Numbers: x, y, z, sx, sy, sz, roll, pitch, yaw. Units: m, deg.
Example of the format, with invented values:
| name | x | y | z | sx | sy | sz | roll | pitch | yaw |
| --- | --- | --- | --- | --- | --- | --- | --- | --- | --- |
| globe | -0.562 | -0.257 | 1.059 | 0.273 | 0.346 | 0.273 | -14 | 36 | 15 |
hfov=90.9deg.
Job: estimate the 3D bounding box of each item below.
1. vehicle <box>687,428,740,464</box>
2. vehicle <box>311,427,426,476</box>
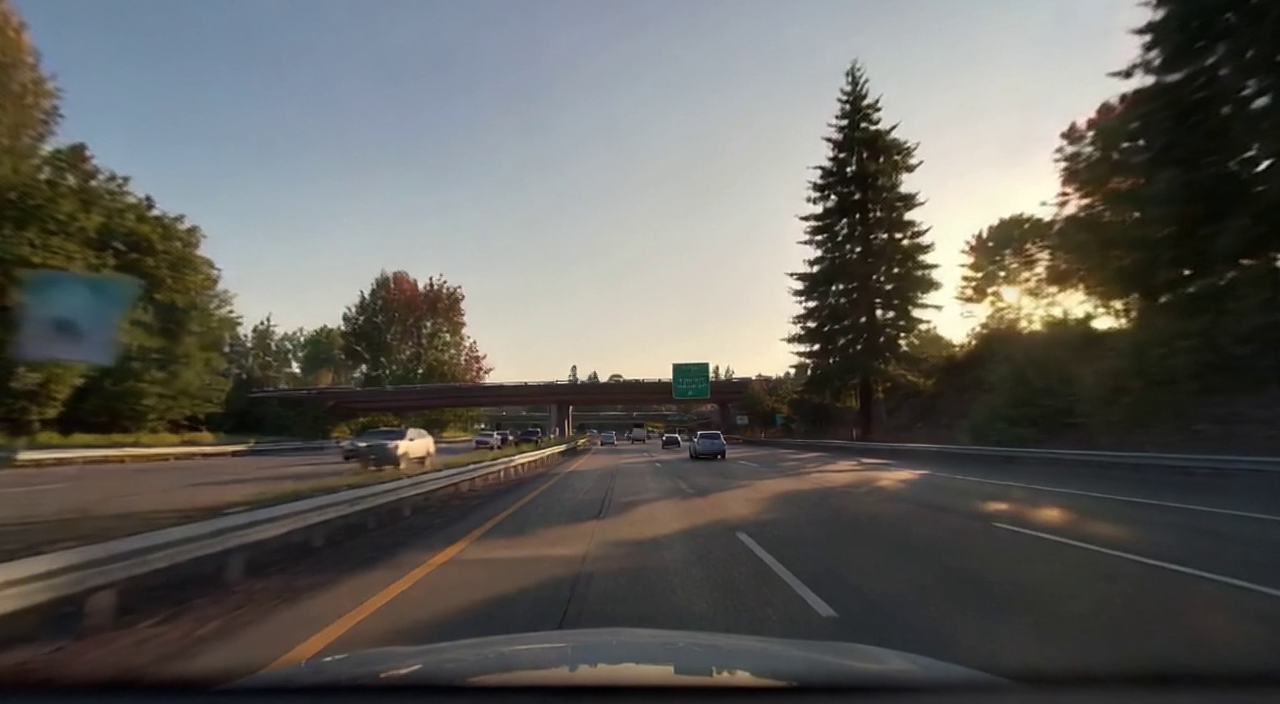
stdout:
| name | x | y | z | sx | sy | sz | roll | pitch | yaw |
| --- | --- | --- | --- | --- | --- | --- | --- | --- | --- |
| vehicle | 3.444 | 4.466 | 30.178 | 1.938 | 1.578 | 3.764 | 0 | -8 | -3 |
| vehicle | -8.952 | 3.294 | 21.282 | 1.987 | 1.445 | 4.485 | 0 | -8 | -1 |
